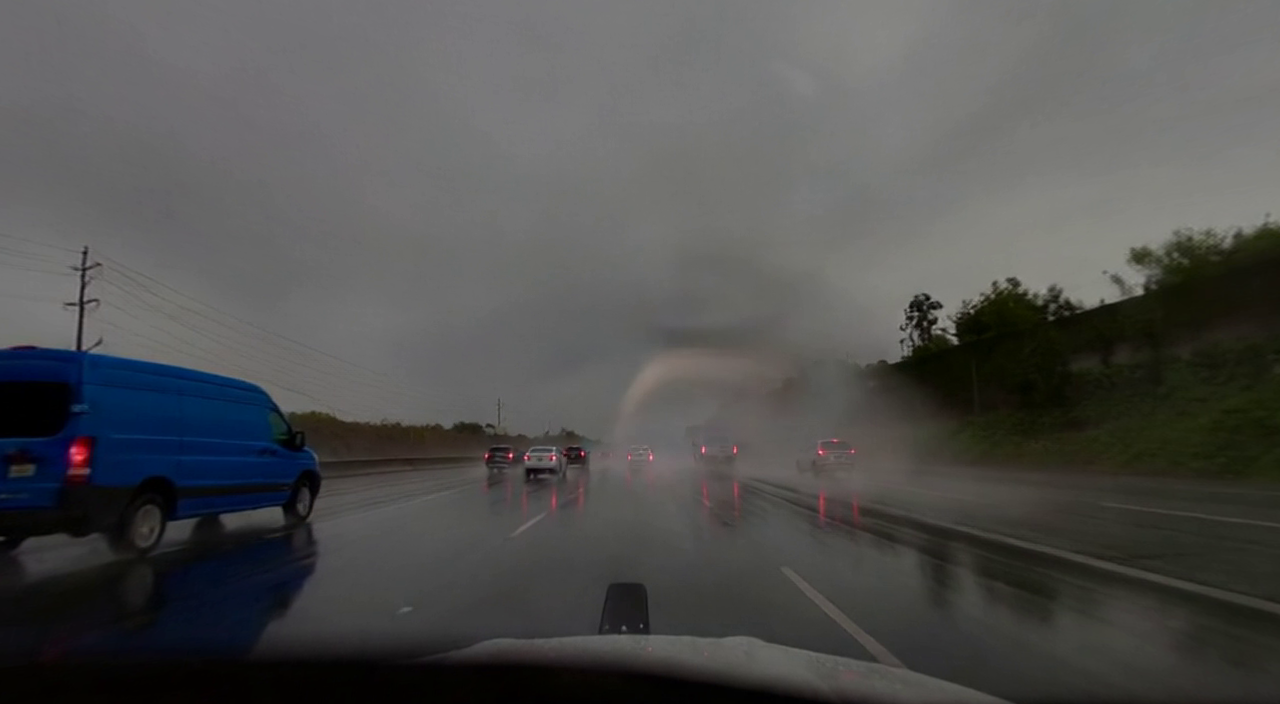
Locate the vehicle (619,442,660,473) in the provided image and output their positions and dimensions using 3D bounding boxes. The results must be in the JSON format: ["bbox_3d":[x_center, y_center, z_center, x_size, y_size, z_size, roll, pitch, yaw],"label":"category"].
[{"bbox_3d":[0.007,5.801,34.852,2.115,1.617,4.102,0,-9,1],"label":"vehicle"}]

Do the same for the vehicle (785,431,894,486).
[{"bbox_3d":[7.428,4.051,24.267,2.304,1.840,5.706,0,-8,0],"label":"vehicle"}]

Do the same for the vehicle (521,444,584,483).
[{"bbox_3d":[-3.518,4.568,26.159,1.970,1.483,4.071,0,-9,1],"label":"vehicle"}]

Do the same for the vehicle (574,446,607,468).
[{"bbox_3d":[-3.549,7.539,45.614,1.987,1.466,4.341,0,-9,1],"label":"vehicle"}]

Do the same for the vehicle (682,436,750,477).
[{"bbox_3d":[3.736,5.292,32.319,2.777,1.895,5.710,0,-9,0],"label":"vehicle"}]

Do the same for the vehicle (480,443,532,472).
[{"bbox_3d":[-7.678,6.087,36.496,1.961,1.562,4.301,0,-9,1],"label":"vehicle"}]

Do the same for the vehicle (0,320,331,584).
[{"bbox_3d":[-7.587,1.475,9.712,2.336,2.708,6.421,0,-9,0],"label":"vehicle"}]
